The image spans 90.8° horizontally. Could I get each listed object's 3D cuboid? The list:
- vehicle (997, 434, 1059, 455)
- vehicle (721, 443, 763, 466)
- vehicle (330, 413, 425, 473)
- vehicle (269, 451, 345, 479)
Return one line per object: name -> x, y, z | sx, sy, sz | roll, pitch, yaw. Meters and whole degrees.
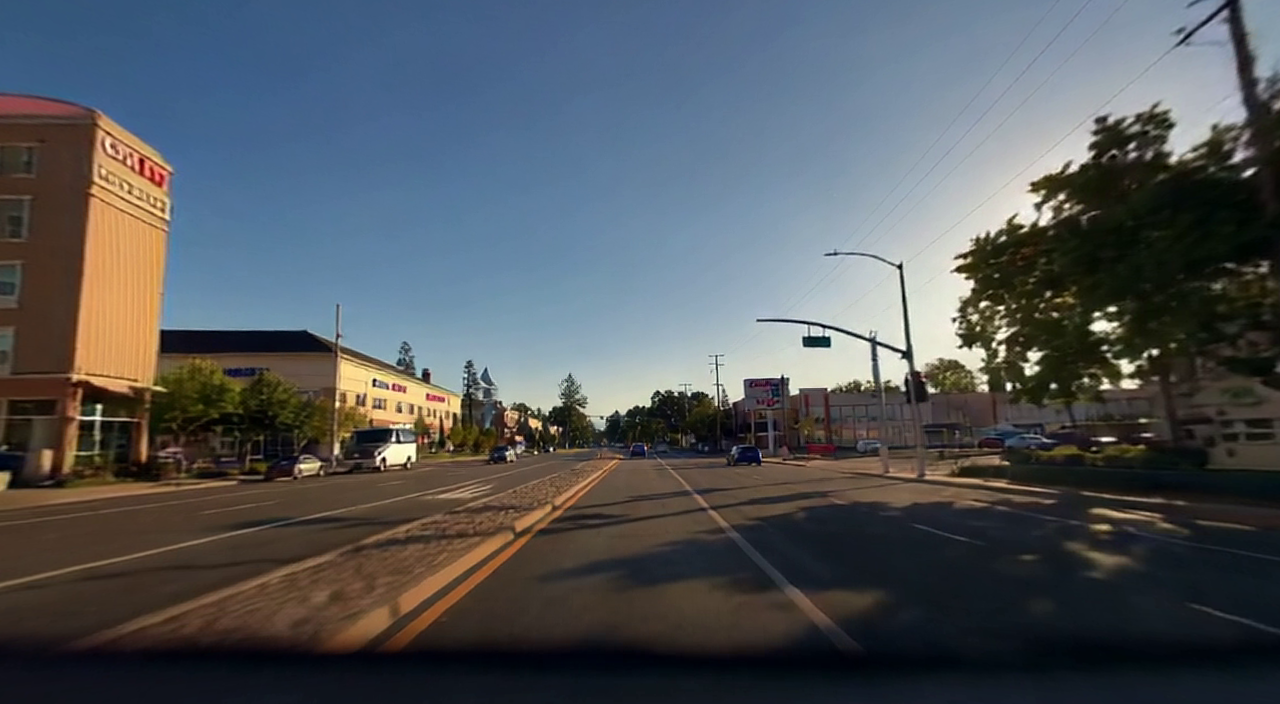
vehicle -> 29.843, 7.172, 48.734 | 1.796, 1.485, 4.667 | 0, -9, 0
vehicle -> 6.627, 6.721, 41.436 | 1.916, 1.437, 4.327 | 0, -9, -2
vehicle -> -18.738, 6.620, 45.835 | 2.982, 3.900, 8.593 | 0, -9, 1
vehicle -> -18.969, 6.430, 36.246 | 1.950, 1.464, 4.414 | 0, -9, 0
